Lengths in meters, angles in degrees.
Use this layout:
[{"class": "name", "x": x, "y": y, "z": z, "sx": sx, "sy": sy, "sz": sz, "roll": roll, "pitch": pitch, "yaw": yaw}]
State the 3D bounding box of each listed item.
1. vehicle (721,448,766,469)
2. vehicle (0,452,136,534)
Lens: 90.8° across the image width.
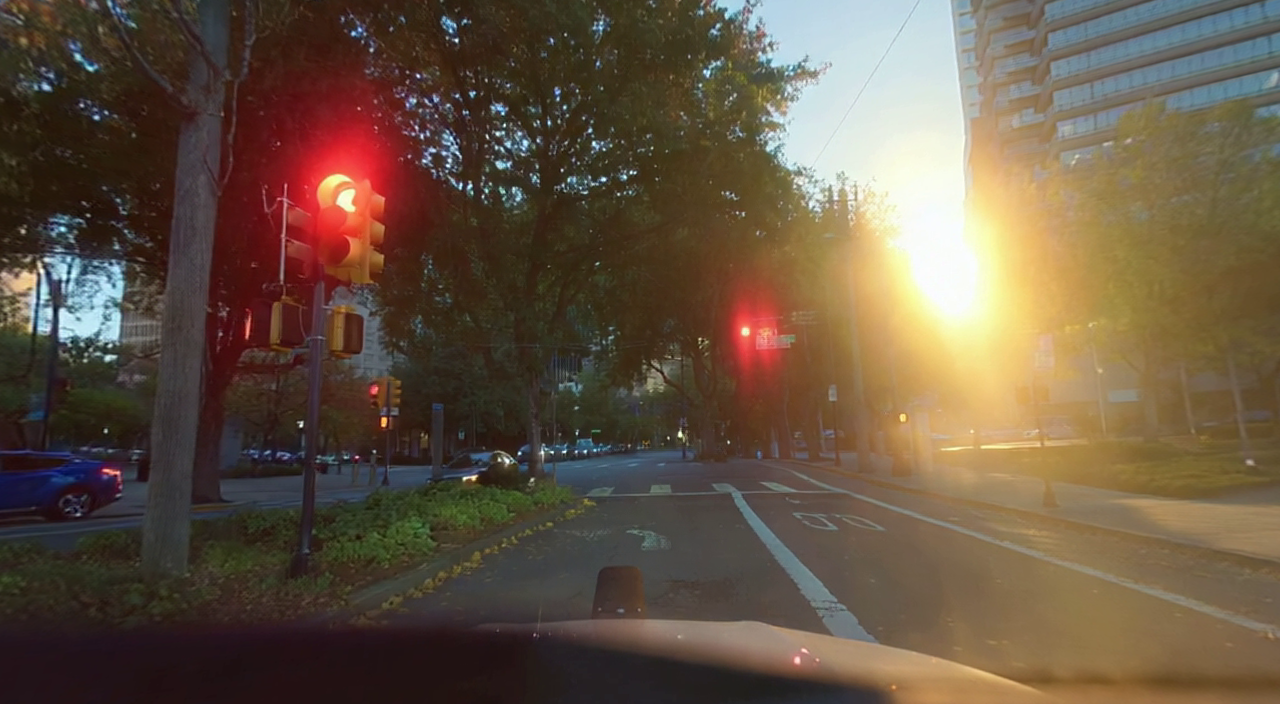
[{"class": "vehicle", "x": 7.862, "y": 8.124, "z": 48.419, "sx": 1.829, "sy": 1.440, "sz": 4.384, "roll": 2, "pitch": -9, "yaw": -14}, {"class": "vehicle", "x": -12.856, "y": 2.716, "z": 12.273, "sx": 4.598, "sy": 1.490, "sz": 1.816, "roll": 7, "pitch": -11, "yaw": -40}]
